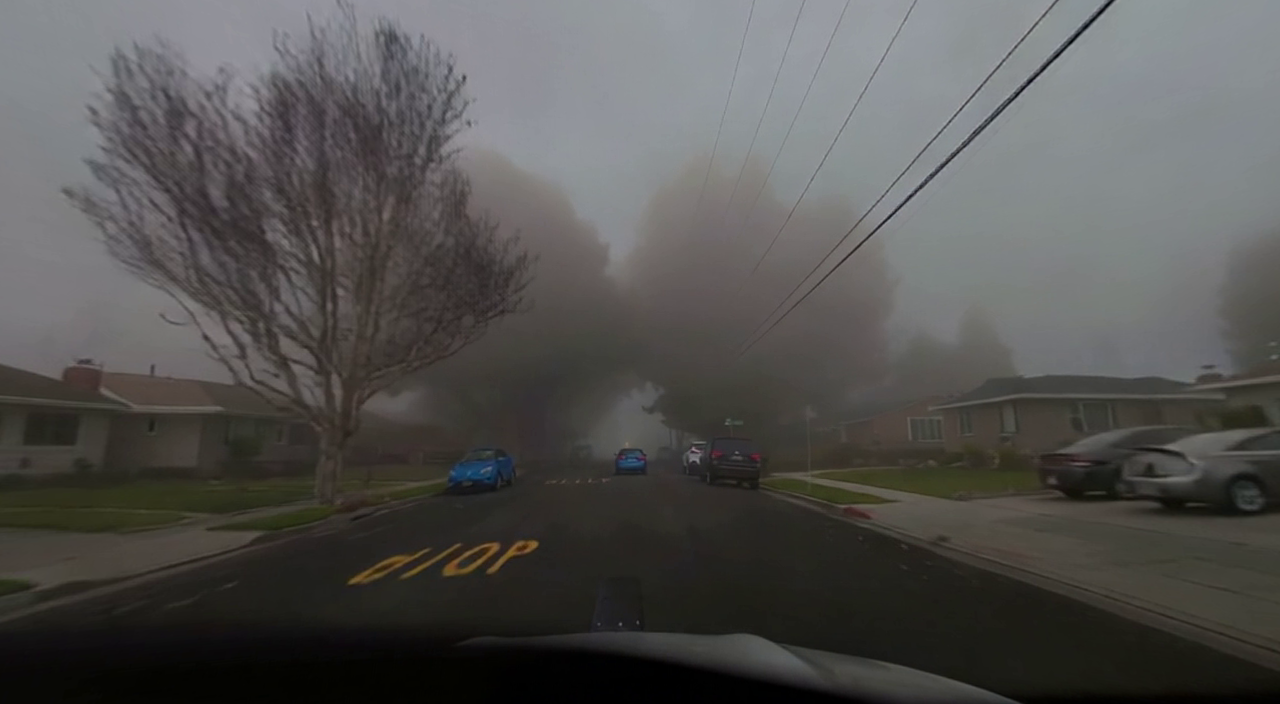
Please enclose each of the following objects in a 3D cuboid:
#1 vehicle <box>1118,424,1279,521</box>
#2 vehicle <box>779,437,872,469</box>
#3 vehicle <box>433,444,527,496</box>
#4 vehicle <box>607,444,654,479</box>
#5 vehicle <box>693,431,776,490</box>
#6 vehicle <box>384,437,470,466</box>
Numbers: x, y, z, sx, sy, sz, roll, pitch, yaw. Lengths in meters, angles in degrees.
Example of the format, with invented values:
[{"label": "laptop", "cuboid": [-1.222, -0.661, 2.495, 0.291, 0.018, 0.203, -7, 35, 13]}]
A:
[{"label": "vehicle", "cuboid": [11.505, 2.080, 11.431, 4.157, 1.520, 1.938, -1, -8, -4]}, {"label": "vehicle", "cuboid": [10.729, 5.853, 36.833, 4.730, 1.504, 1.894, -3, -8, 0]}, {"label": "vehicle", "cuboid": [-5.465, 4.050, 22.148, 1.984, 1.498, 4.508, -3, -8, 2]}, {"label": "vehicle", "cuboid": [-0.433, 4.895, 28.562, 2.000, 1.449, 4.006, 0, -8, -1]}, {"label": "vehicle", "cuboid": [3.414, 4.054, 23.982, 2.221, 1.960, 4.927, 0, -9, -2]}, {"label": "vehicle", "cuboid": [-13.609, 6.401, 40.634, 4.836, 1.831, 1.982, 0, -9, -2]}]
